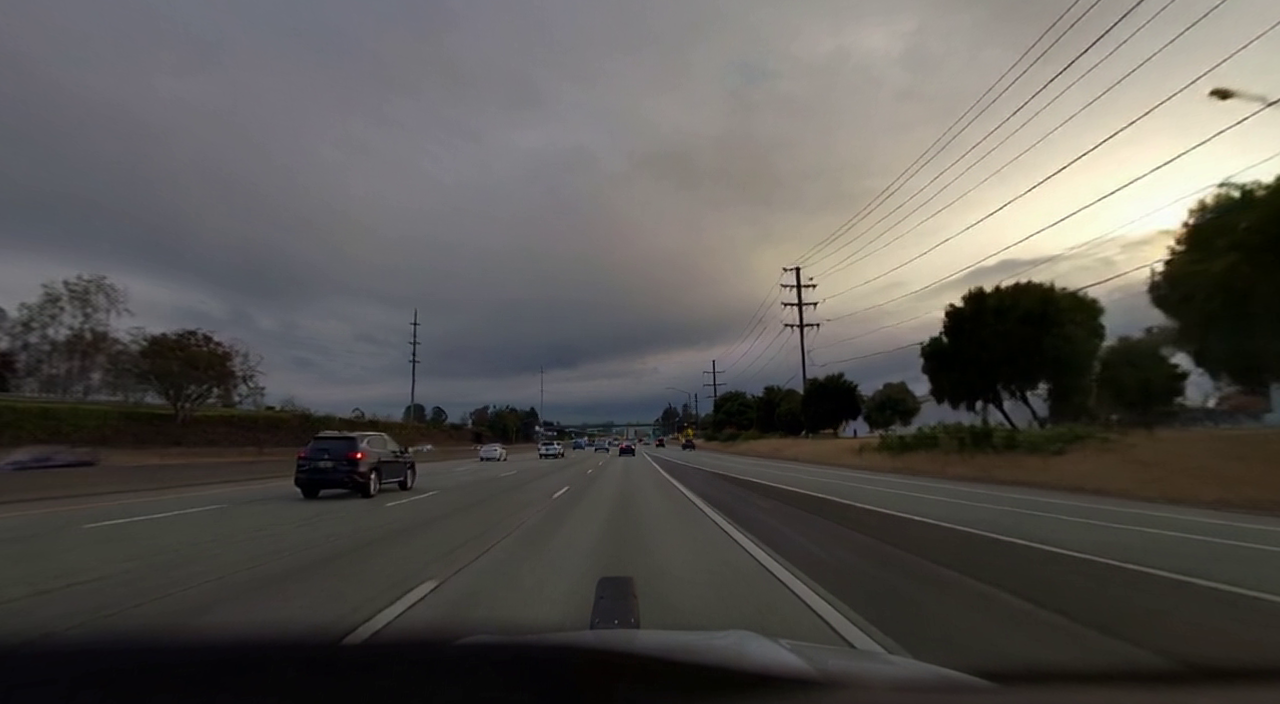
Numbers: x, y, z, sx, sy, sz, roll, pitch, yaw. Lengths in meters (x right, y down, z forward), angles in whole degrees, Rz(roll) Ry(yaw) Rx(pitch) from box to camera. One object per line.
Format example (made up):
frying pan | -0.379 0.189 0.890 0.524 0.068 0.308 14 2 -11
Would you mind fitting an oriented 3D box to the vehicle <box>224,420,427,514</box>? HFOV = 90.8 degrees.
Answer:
vehicle | -7.023 2.637 15.030 2.115 1.799 5.444 0 -9 -1
